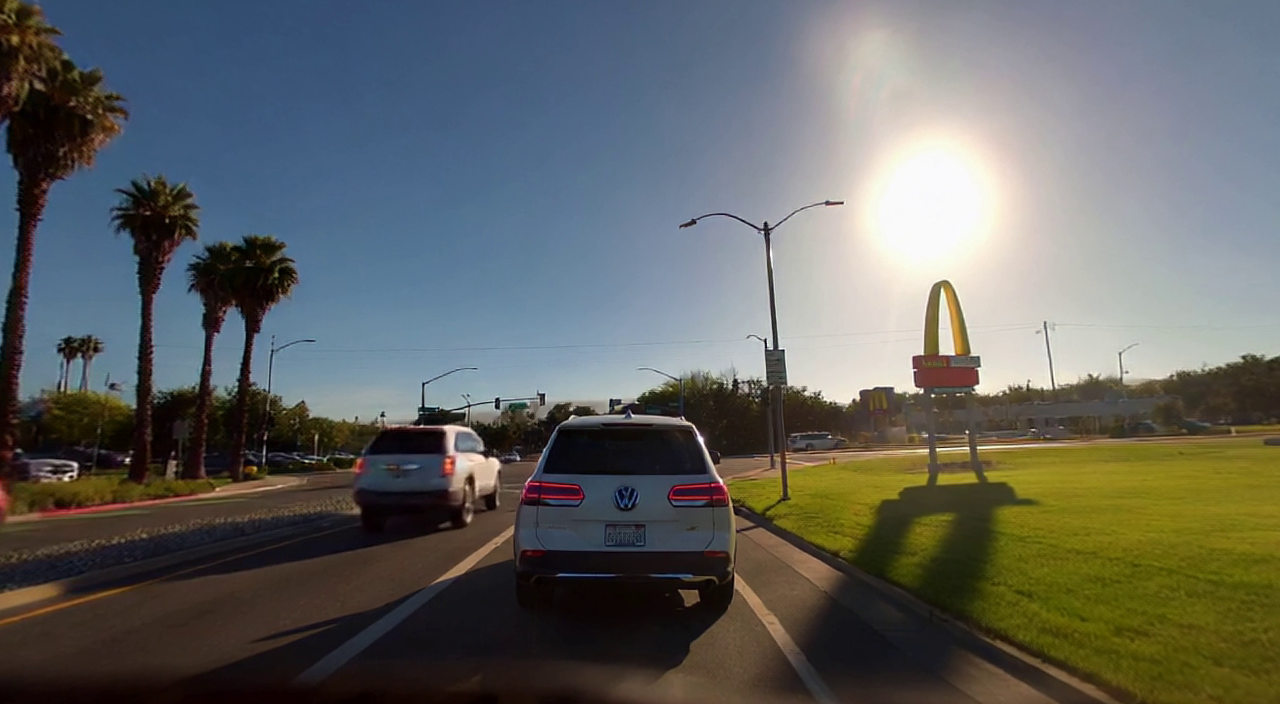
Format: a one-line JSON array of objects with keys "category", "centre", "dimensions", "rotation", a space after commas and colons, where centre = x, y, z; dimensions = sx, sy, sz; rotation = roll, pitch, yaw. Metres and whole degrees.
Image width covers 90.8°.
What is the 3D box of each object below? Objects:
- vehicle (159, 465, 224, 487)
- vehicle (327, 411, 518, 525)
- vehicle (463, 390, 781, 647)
[{"category": "vehicle", "centre": [-33.313, 9.204, 47.022], "dimensions": [1.792, 1.439, 3.952], "rotation": [-1, -9, 3]}, {"category": "vehicle", "centre": [-4.288, 2.403, 13.615], "dimensions": [2.344, 1.980, 5.009], "rotation": [0, -9, 0]}, {"category": "vehicle", "centre": [-0.142, 1.418, 6.322], "dimensions": [2.137, 1.728, 3.926], "rotation": [0, -9, -1]}]
